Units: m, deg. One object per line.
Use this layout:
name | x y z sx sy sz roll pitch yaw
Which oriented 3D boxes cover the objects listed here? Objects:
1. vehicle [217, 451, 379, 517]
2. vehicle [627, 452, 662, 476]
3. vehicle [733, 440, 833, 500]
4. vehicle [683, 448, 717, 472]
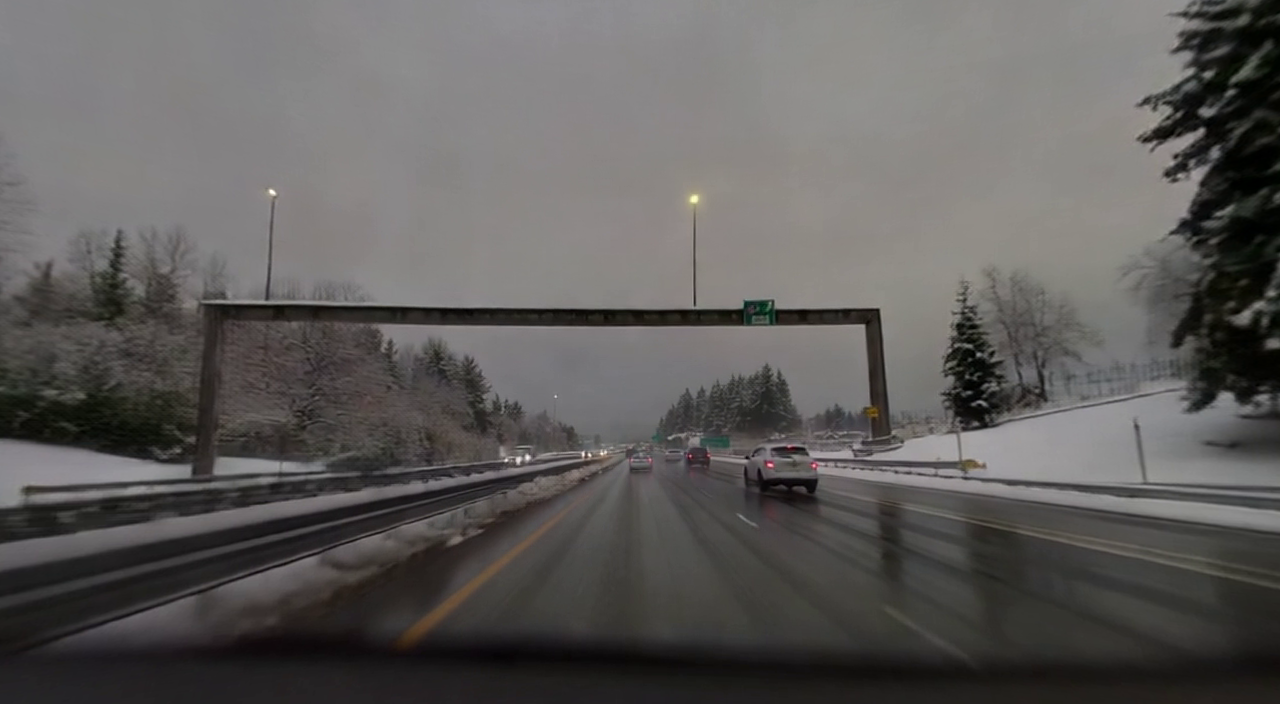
vehicle | -8.611 3.323 16.393 1.884 1.459 4.223 0 -9 -1
vehicle | 0.247 6.724 38.085 2.012 1.320 3.777 0 -9 0
vehicle | 4.286 3.604 19.633 1.969 1.639 4.472 0 -9 -1
vehicle | 4.194 7.568 44.509 1.935 1.594 3.981 0 -9 -1
